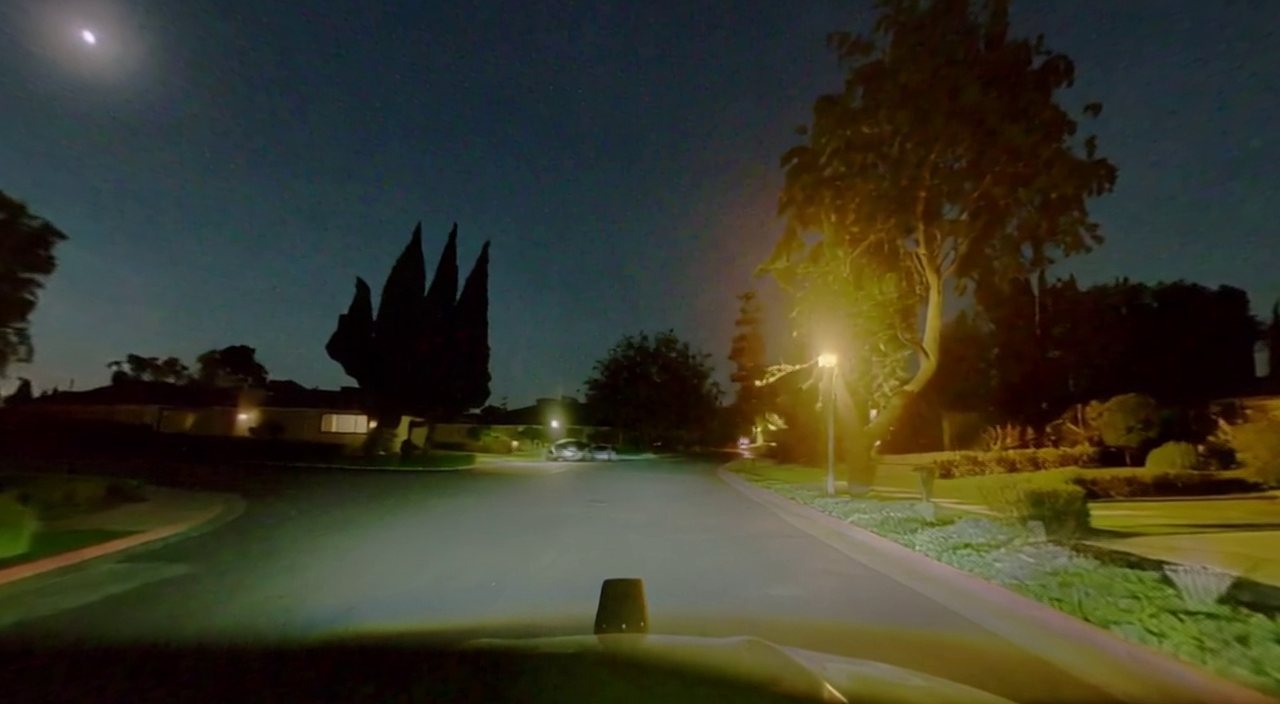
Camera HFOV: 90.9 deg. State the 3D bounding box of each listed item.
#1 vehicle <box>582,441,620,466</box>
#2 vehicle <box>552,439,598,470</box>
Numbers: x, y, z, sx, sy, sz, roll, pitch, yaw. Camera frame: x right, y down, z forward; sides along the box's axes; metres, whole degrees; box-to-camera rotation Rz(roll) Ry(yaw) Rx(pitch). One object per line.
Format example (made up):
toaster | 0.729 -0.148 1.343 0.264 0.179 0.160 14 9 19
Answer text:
vehicle | -2.966 7.734 48.423 2.058 1.749 4.560 -3 -8 6
vehicle | -4.140 6.570 40.784 2.180 1.752 4.700 -3 -8 3
